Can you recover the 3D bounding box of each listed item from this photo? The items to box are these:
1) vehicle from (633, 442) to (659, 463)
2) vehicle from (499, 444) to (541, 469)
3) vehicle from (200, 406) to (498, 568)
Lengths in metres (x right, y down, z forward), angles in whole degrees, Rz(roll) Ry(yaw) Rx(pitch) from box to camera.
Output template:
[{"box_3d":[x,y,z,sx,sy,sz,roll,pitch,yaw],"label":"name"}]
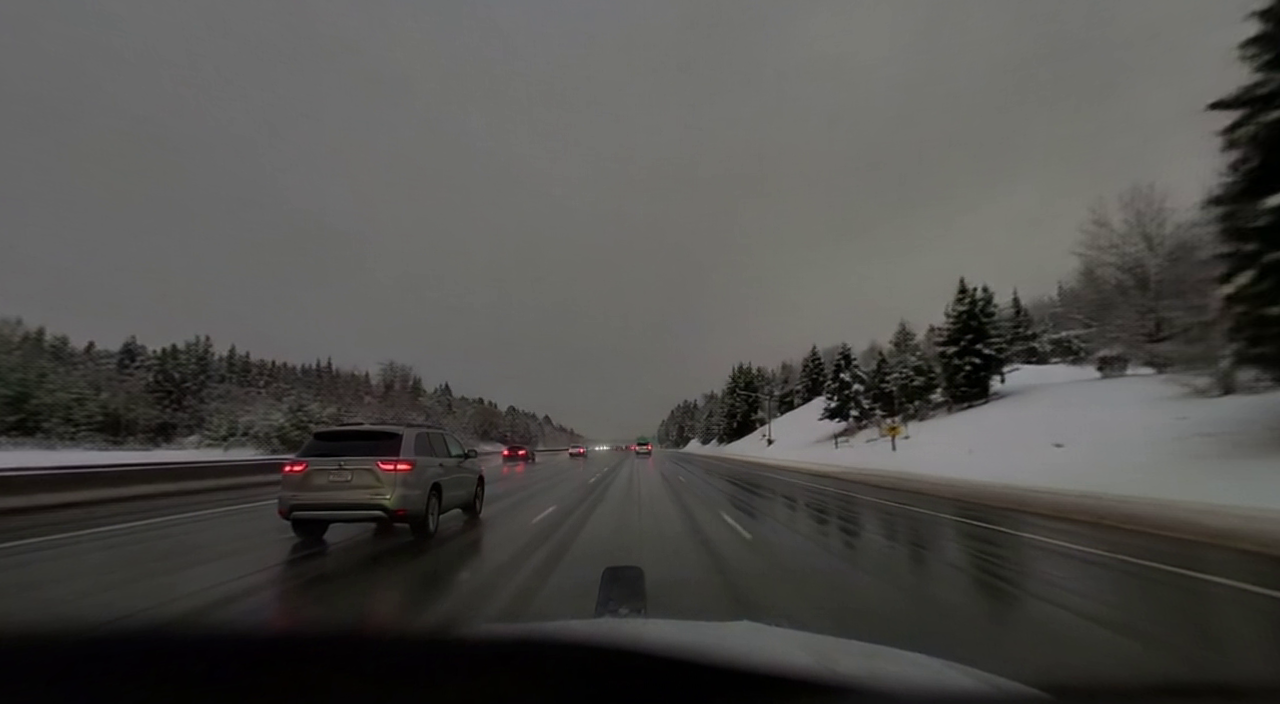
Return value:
[{"box_3d":[0.443,7.957,50.000,2.023,1.589,4.030,0,-9,-1],"label":"vehicle"},{"box_3d":[-7.830,6.835,41.450,1.871,1.542,4.371,-1,-9,0],"label":"vehicle"},{"box_3d":[-3.725,1.830,9.260,2.214,1.759,4.435,-1,-9,1],"label":"vehicle"}]
